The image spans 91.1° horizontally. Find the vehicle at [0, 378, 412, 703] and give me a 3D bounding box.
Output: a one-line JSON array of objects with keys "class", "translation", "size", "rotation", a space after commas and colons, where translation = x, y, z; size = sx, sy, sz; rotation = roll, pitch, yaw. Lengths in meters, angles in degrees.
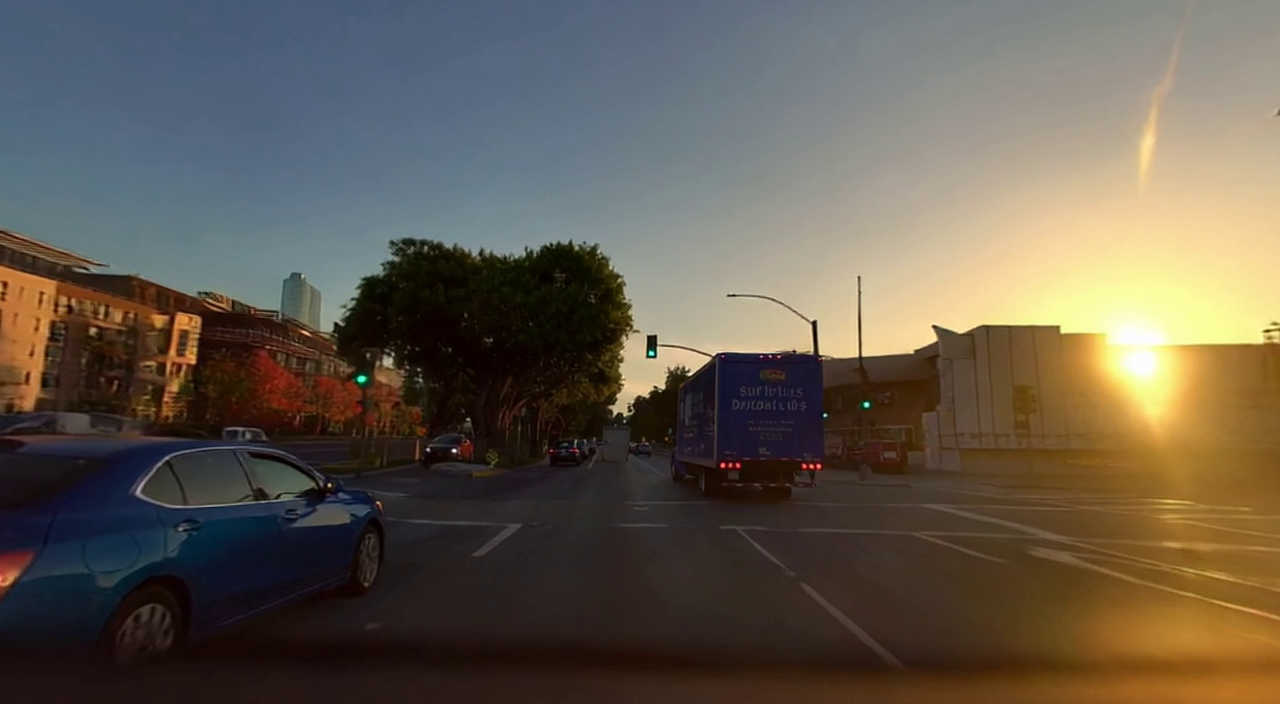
[{"class": "vehicle", "translation": [-3.137, 1.083, 3.725], "size": [1.828, 1.515, 4.422], "rotation": [0, -8, 1]}]

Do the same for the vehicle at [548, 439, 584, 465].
[{"class": "vehicle", "translation": [-5.330, 7.239, 45.587], "size": [2.388, 1.811, 4.455], "rotation": [1, -8, -4]}]

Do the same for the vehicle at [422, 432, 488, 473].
[{"class": "vehicle", "translation": [-9.280, 5.080, 31.965], "size": [2.374, 1.863, 4.751], "rotation": [1, -8, -6]}]

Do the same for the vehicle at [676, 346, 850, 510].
[{"class": "vehicle", "translation": [2.978, 2.292, 18.279], "size": [2.905, 3.644, 8.441], "rotation": [0, -8, -3]}]

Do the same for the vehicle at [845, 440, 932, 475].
[{"class": "vehicle", "translation": [17.112, 7.217, 43.175], "size": [5.948, 2.233, 2.406], "rotation": [6, -11, -32]}]
